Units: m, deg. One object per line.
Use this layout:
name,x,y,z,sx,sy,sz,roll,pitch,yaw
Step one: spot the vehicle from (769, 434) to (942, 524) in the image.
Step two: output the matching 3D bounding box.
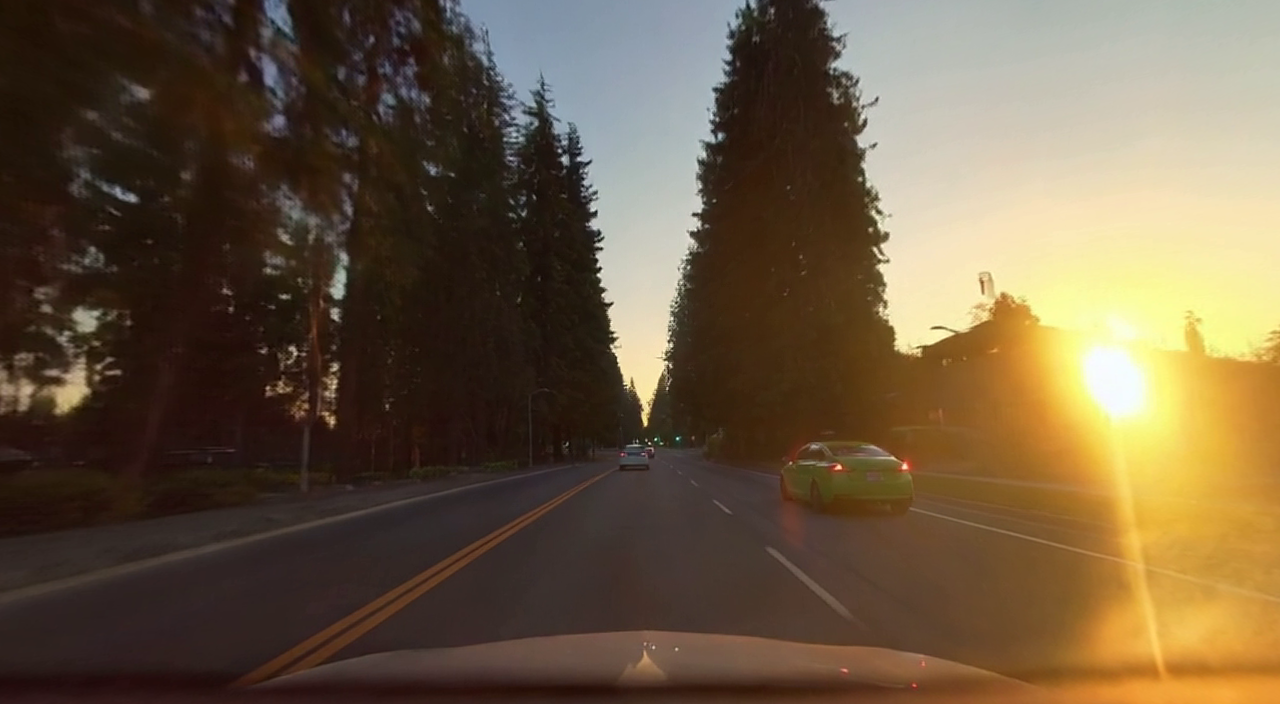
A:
vehicle,4.113,2.463,12.956,1.943,1.471,4.515,-1,-8,0

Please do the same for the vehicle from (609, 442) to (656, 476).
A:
vehicle,-0.337,5.378,32.126,2.206,1.525,4.695,-1,-8,1
